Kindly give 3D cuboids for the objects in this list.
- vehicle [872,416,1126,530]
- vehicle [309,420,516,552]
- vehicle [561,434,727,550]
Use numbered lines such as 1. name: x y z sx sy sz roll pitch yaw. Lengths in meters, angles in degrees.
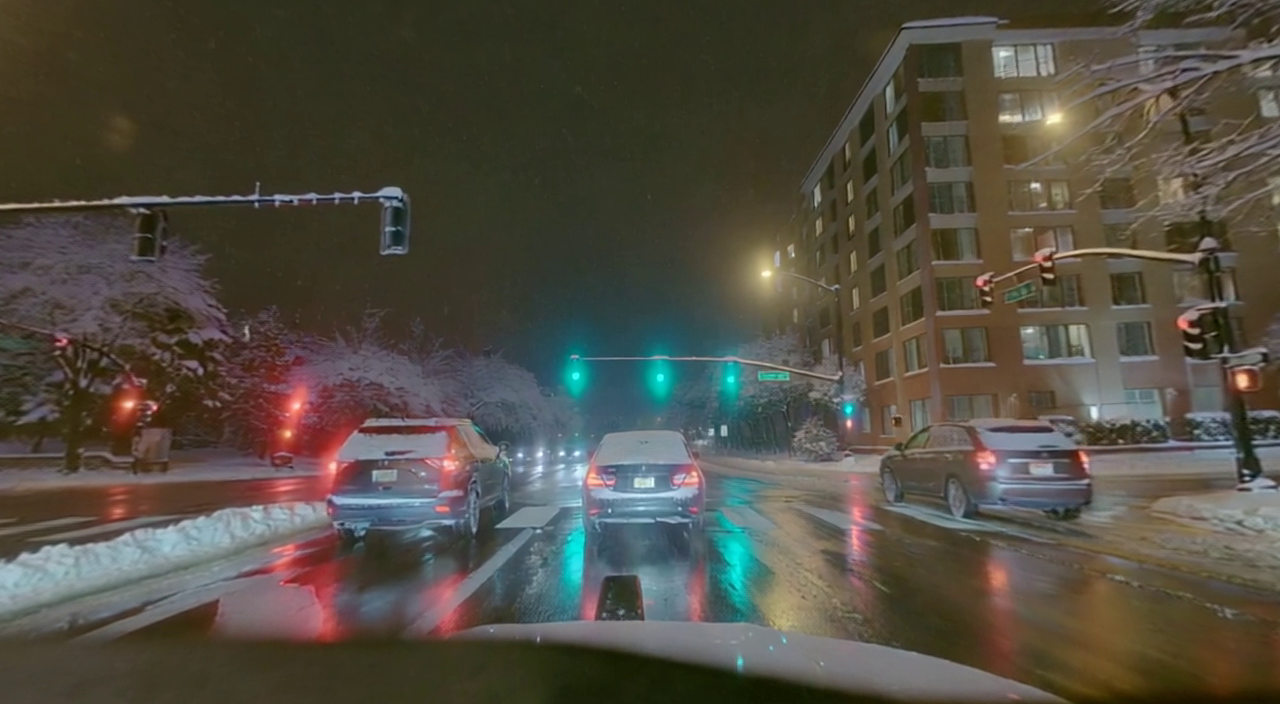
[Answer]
1. vehicle: 6.791 2.345 12.927 2.079 1.828 5.323 0 -8 0
2. vehicle: -3.454 2.106 10.667 2.081 1.719 4.434 1 -8 -4
3. vehicle: 0.052 2.146 10.360 2.190 1.522 3.850 0 -8 0
